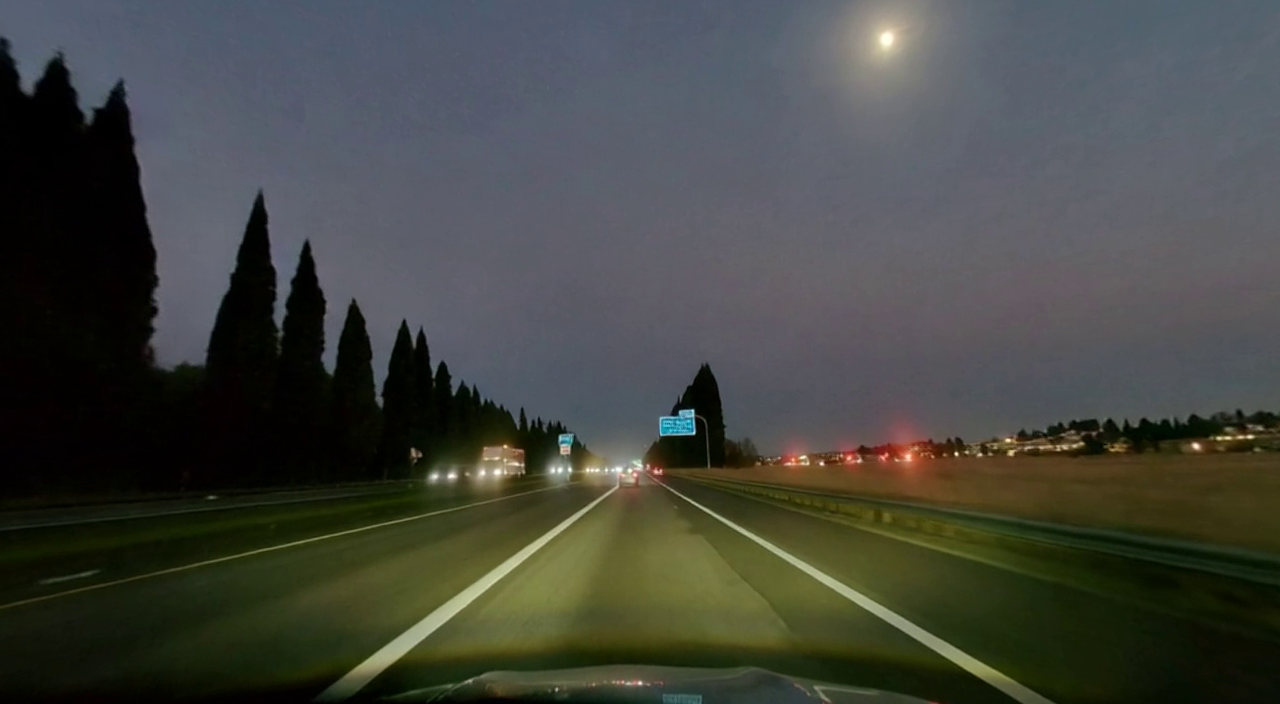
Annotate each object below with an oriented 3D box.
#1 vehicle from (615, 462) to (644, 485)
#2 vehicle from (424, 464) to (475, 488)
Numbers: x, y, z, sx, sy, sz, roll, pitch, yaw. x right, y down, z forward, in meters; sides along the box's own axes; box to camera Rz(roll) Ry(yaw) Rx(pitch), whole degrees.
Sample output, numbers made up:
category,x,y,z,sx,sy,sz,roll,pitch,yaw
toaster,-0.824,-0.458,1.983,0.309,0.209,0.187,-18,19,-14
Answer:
category,x,y,z,sx,sy,sz,roll,pitch,yaw
vehicle,-0.797,9.307,48.334,2.104,1.655,4.039,1,-10,0
vehicle,-13.001,8.503,43.343,2.022,1.459,4.613,1,-10,1
